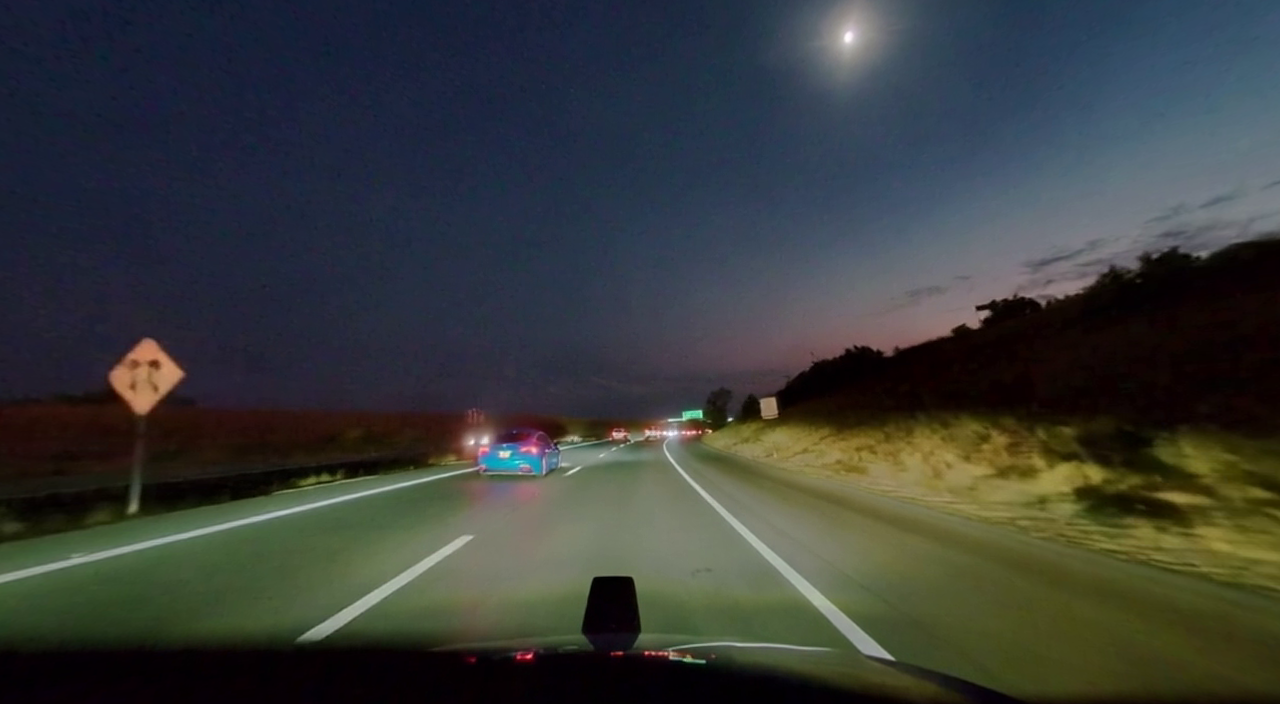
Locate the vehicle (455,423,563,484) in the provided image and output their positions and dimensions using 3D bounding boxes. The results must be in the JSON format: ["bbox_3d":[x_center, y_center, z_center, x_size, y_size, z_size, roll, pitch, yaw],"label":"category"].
[{"bbox_3d":[-3.645,2.927,18.537,2.108,1.555,4.574,0,-8,1],"label":"vehicle"}]
